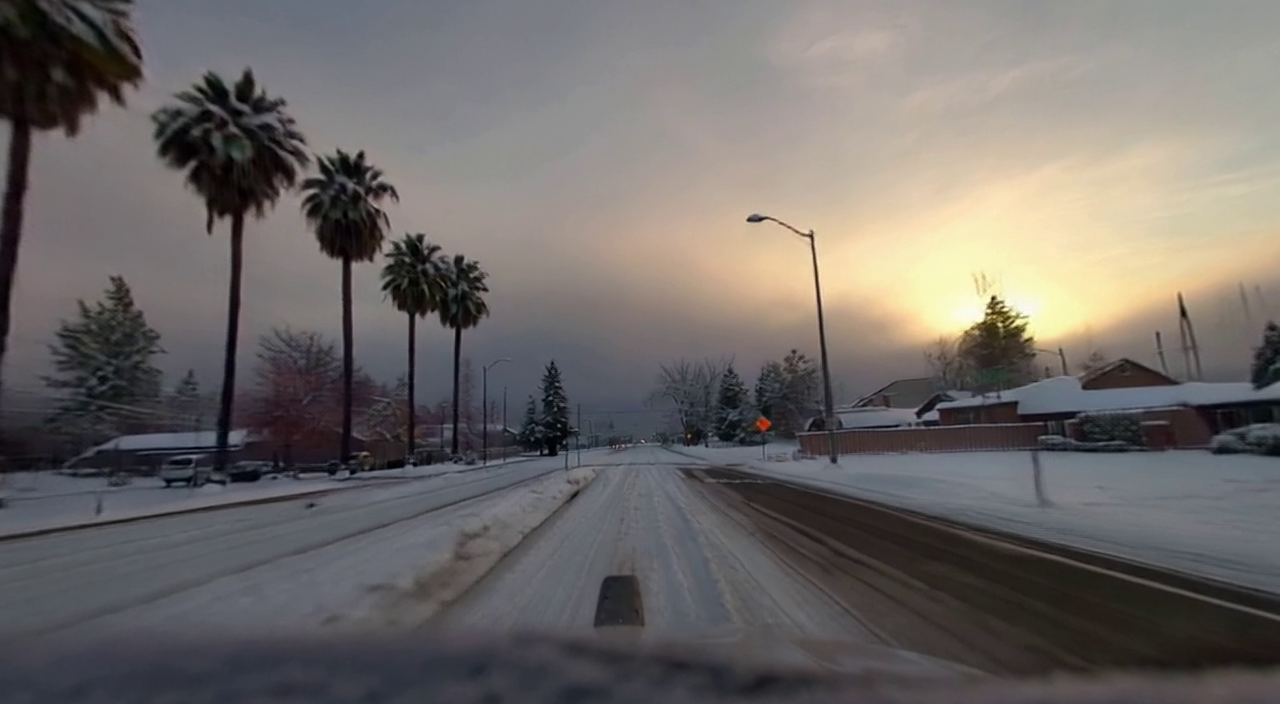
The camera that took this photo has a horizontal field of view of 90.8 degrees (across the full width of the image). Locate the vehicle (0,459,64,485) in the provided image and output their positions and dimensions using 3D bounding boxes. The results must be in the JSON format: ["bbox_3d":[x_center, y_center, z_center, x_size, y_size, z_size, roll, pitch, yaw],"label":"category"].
[{"bbox_3d":[-39.739,7.553,39.880,4.368,1.527,2.276,5,-9,-26],"label":"vehicle"}]

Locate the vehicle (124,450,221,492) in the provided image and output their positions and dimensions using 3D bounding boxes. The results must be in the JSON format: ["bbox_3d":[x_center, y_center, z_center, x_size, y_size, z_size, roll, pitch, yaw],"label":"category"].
[{"bbox_3d":[-25.793,6.544,34.794,5.622,1.769,2.331,-9,-7,31],"label":"vehicle"}]
